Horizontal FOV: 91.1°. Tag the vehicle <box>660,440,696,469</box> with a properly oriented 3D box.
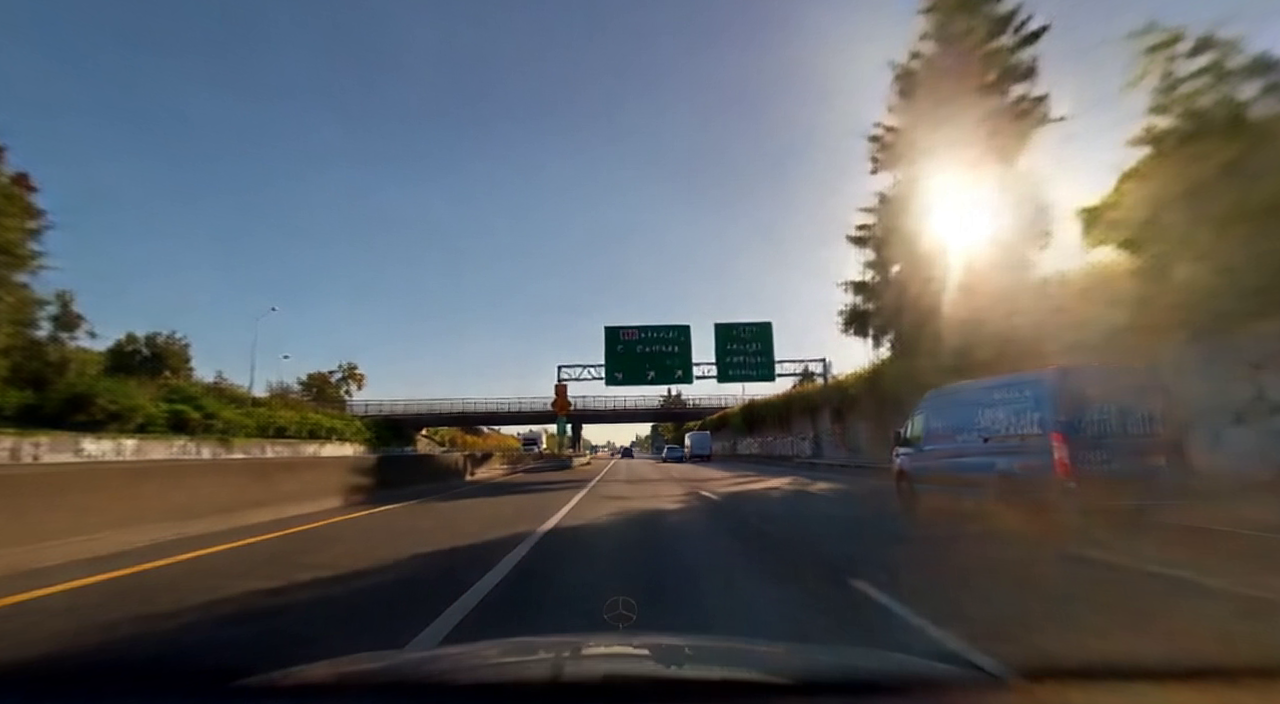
[{"bbox_3d":[2.665,7.305,45.012,2.007,1.943,5.010,0,-9,-3],"label":"vehicle"}]

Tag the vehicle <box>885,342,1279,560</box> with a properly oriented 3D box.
[{"bbox_3d":[6.516,1.612,10.555,2.283,2.631,5.719,0,-9,-2],"label":"vehicle"}]
